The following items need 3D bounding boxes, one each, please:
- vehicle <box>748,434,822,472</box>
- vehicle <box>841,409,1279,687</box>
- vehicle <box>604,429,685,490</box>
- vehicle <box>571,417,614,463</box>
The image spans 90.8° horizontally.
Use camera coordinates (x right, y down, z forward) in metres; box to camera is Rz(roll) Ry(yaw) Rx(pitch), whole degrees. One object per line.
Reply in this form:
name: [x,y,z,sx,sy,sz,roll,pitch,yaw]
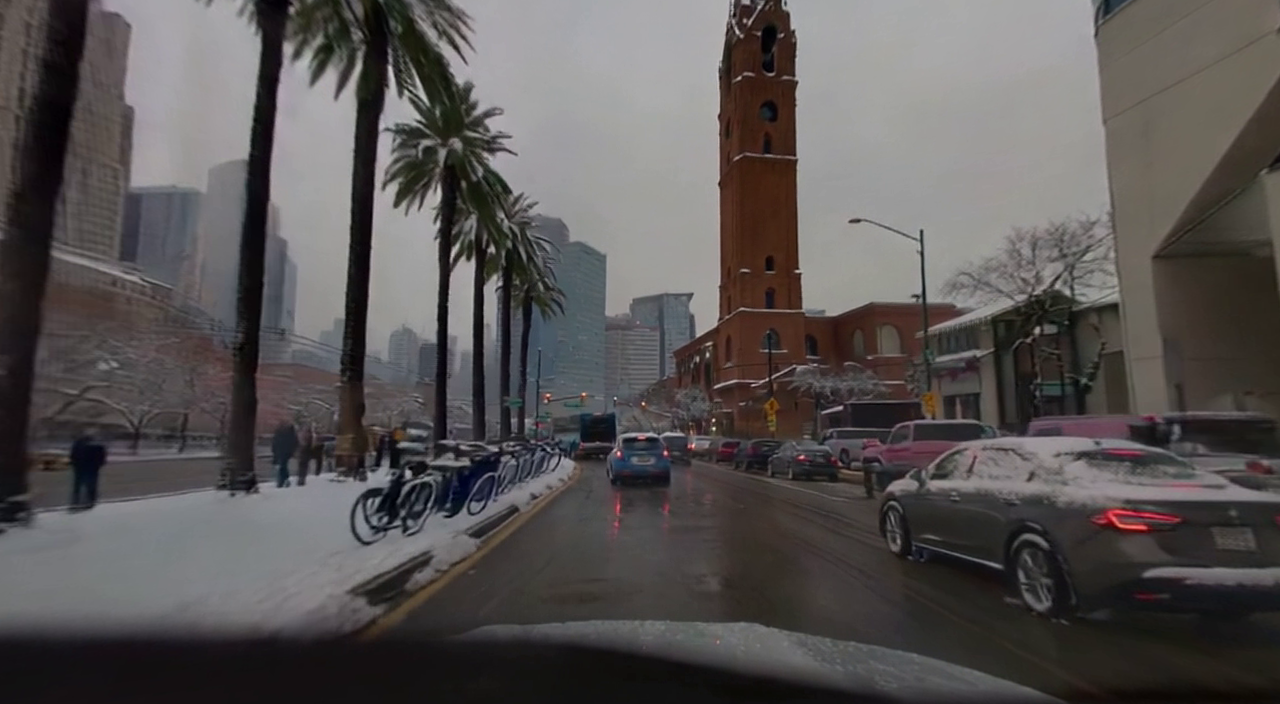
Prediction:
vehicle: [6.903,4.889,30.690,2.067,1.641,4.569,1,-9,-7]
vehicle: [3.819,1.426,5.904,2.116,1.500,4.702,0,-9,-3]
vehicle: [0.008,3.182,18.887,2.111,1.605,3.832,0,-9,-4]
vehicle: [-3.327,5.991,42.794,2.400,2.872,6.053,1,-9,-9]
